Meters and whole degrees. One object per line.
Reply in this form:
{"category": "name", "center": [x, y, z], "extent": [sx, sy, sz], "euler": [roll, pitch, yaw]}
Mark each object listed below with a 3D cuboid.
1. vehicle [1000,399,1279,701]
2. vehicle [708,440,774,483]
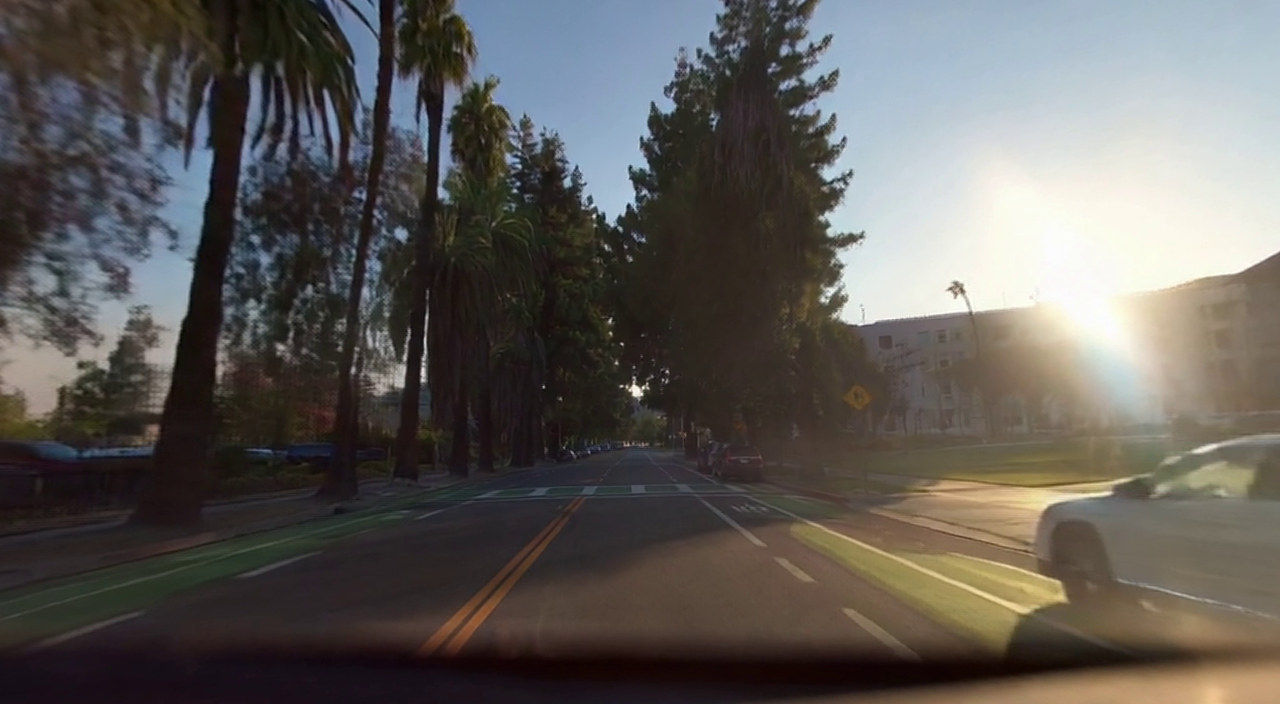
{"category": "vehicle", "center": [4.747, 1.166, 3.867], "extent": [2.144, 1.720, 4.794], "euler": [0, -9, -1]}
{"category": "vehicle", "center": [4.251, 4.674, 27.243], "extent": [1.997, 1.640, 4.494], "euler": [0, -9, -1]}
